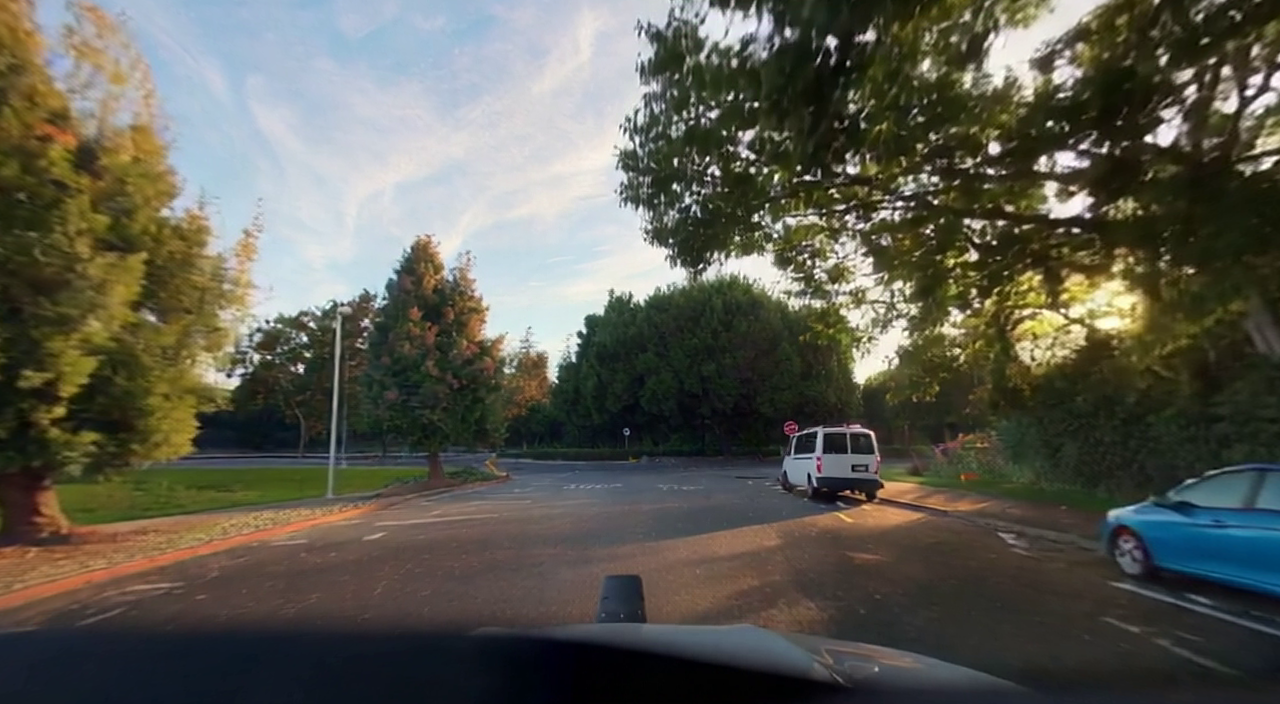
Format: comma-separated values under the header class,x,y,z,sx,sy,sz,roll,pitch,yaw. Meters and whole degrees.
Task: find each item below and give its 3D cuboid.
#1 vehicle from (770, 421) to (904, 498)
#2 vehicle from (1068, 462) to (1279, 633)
class,x,y,z,sx,sy,sz,roll,pitch,yaw
vehicle,6.411,3.609,21.621,2.659,2.245,5.991,0,-8,0
vehicle,6.027,1.619,5.296,1.970,1.269,4.199,0,-8,1
